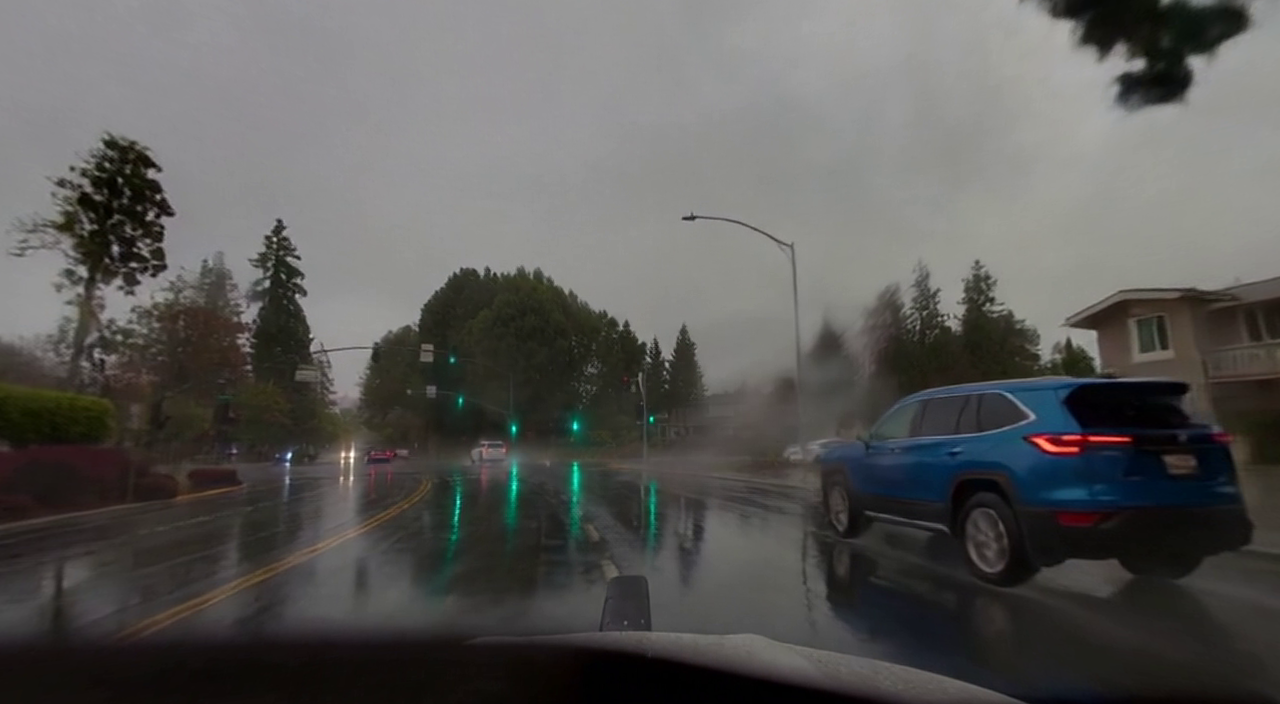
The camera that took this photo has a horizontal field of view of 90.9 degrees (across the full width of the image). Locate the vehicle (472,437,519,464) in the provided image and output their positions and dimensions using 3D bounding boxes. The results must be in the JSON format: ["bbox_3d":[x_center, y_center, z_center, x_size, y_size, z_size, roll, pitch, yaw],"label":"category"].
[{"bbox_3d":[-9.929,6.738,43.045,2.138,1.729,4.178,4,-9,-26],"label":"vehicle"}]

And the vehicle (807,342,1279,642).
[{"bbox_3d":[4.164,1.372,7.315,2.338,2.063,5.592,1,-9,-7],"label":"vehicle"}]
